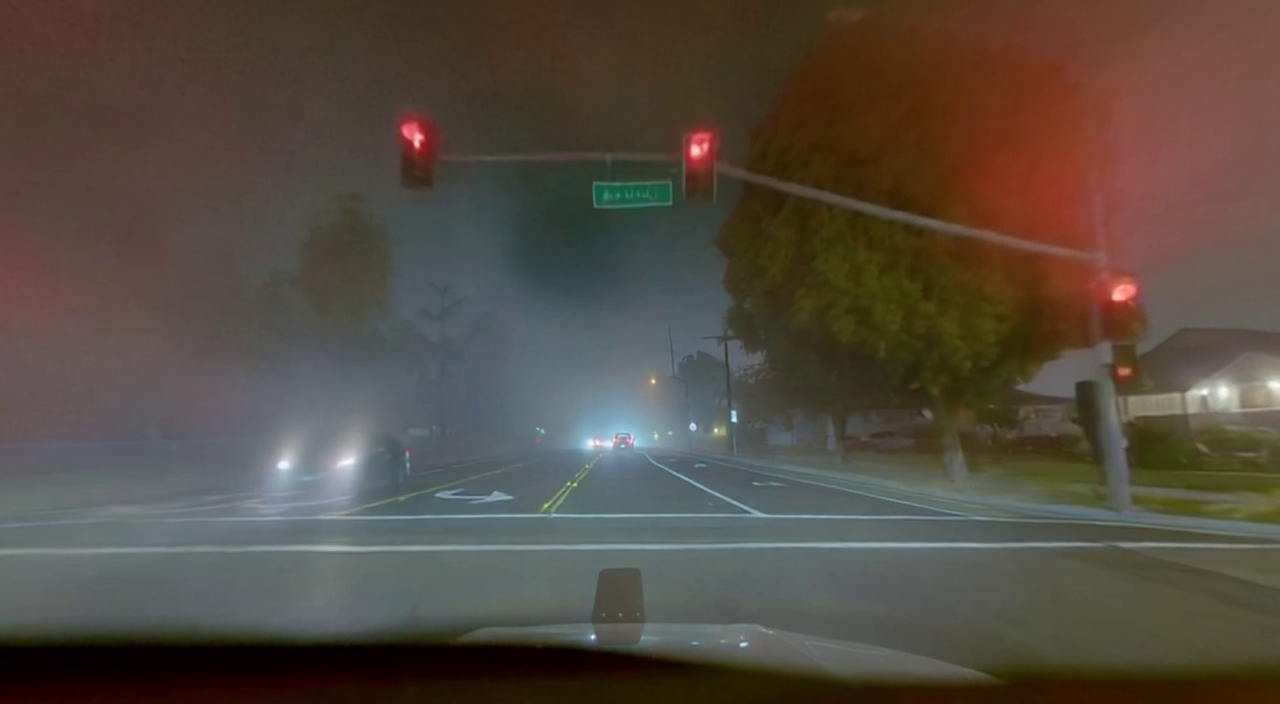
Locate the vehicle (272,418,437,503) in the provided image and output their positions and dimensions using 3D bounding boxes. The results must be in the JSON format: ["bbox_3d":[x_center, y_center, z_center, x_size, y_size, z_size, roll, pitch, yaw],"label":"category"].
[{"bbox_3d":[-6.350,2.461,14.640,1.983,1.684,3.938,0,-8,-1],"label":"vehicle"}]

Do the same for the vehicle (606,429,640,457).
[{"bbox_3d":[-1.240,6.412,44.392,2.248,1.833,4.798,0,-8,-3],"label":"vehicle"}]
